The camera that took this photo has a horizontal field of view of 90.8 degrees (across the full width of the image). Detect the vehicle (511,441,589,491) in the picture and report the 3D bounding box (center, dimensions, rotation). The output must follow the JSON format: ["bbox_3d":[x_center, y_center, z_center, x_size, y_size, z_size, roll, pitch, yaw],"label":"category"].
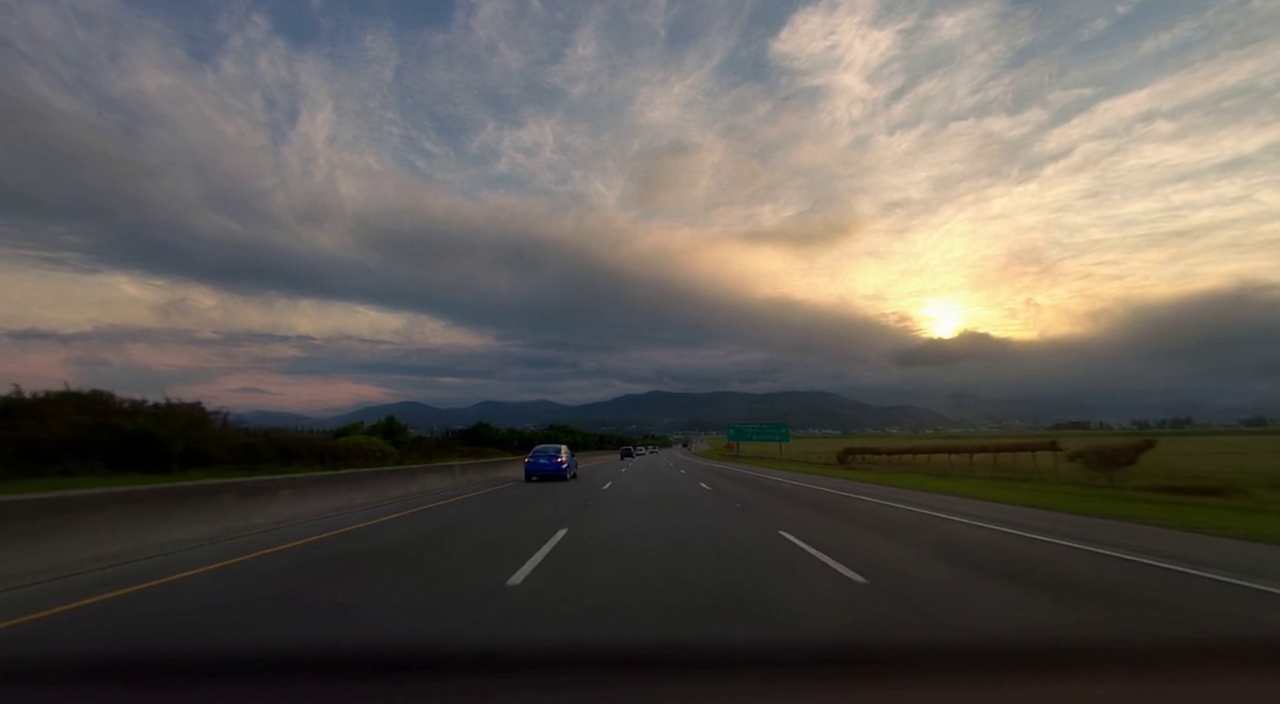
[{"bbox_3d":[-2.951,3.846,21.583,1.945,1.537,4.294,0,-9,1],"label":"vehicle"}]
